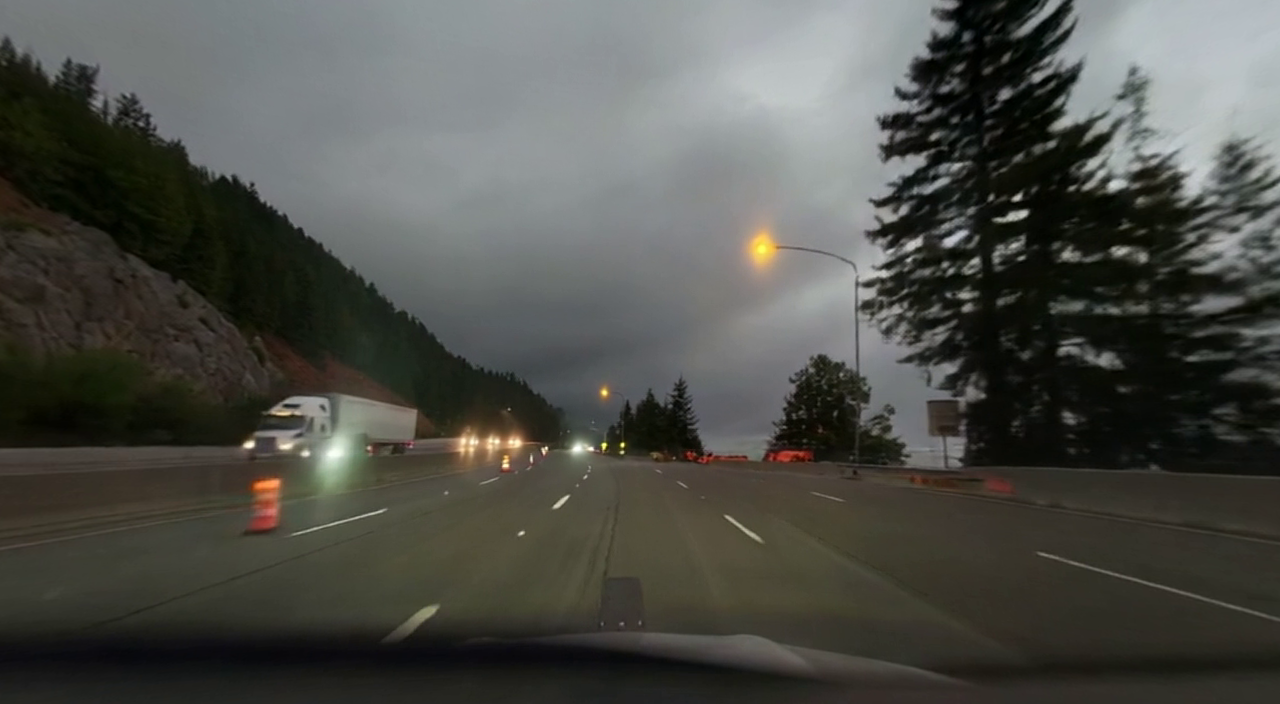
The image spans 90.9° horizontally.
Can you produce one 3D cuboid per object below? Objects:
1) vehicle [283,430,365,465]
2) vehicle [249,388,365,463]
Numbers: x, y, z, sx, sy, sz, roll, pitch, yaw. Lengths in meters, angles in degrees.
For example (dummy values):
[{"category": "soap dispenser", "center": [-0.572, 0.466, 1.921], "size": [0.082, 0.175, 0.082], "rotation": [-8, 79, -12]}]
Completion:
[{"category": "vehicle", "center": [-16.934, 5.164, 34.095], "size": [2.108, 1.766, 4.764], "rotation": [0, -9, -3]}, {"category": "vehicle", "center": [-20.559, 4.739, 39.691], "size": [3.015, 4.224, 8.233], "rotation": [0, -9, -3]}]
